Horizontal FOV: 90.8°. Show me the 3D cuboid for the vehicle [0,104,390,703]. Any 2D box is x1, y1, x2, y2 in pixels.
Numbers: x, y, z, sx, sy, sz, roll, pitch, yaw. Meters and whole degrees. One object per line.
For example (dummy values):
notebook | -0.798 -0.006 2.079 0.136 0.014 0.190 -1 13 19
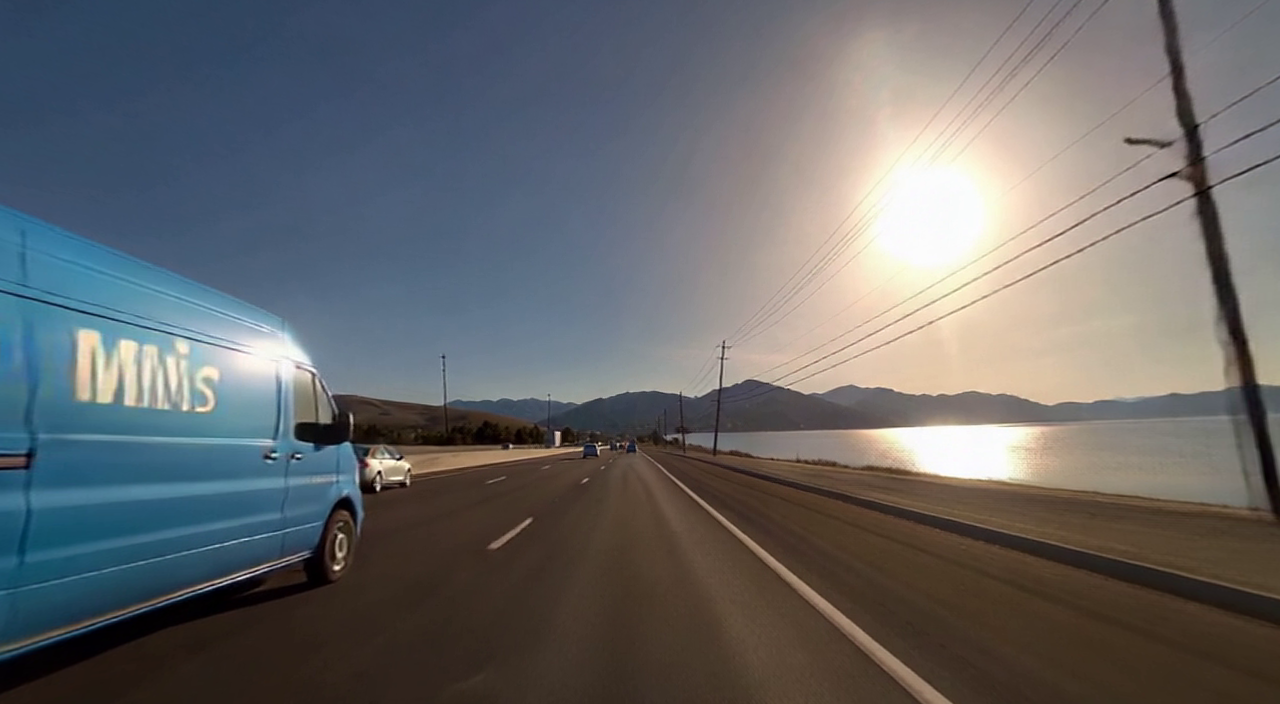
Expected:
vehicle | -3.826 0.463 3.288 2.331 2.757 6.581 0 -8 0
